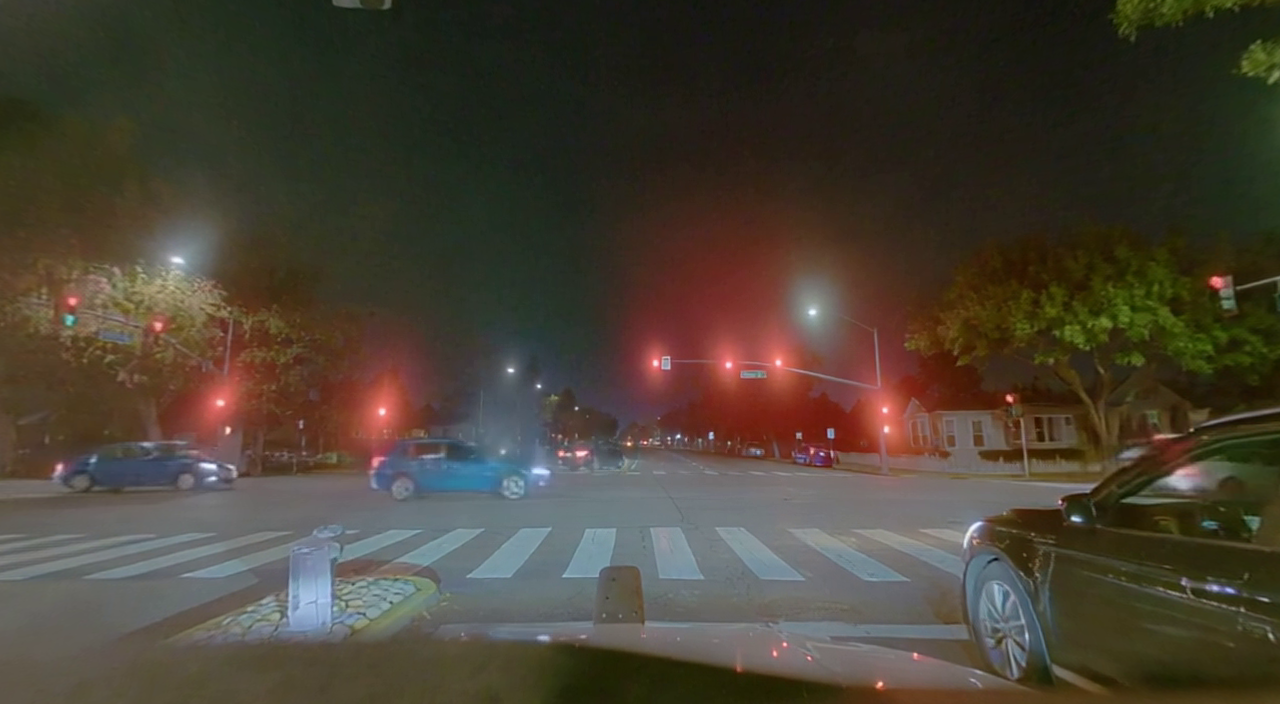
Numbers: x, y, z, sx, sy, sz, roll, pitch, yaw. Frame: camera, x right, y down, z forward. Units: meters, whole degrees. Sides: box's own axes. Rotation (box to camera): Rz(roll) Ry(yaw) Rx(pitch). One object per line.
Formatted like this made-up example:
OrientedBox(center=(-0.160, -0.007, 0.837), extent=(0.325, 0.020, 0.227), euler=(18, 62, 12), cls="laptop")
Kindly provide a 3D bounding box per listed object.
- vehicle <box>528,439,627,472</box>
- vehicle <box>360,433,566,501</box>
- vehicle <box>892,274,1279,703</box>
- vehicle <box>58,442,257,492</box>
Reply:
OrientedBox(center=(-3.024, 5.114, 31.471), extent=(4.689, 1.490, 1.920), euler=(8, -11, -42), cls="vehicle")
OrientedBox(center=(-4.375, 2.914, 16.234), extent=(4.680, 1.620, 1.943), euler=(0, -8, 0), cls="vehicle")
OrientedBox(center=(2.716, 0.716, 1.702), extent=(2.085, 1.800, 4.908), euler=(0, -9, 1), cls="vehicle")
OrientedBox(center=(-14.875, 3.545, 19.679), extent=(4.561, 1.468, 1.921), euler=(0, -8, 0), cls="vehicle")
